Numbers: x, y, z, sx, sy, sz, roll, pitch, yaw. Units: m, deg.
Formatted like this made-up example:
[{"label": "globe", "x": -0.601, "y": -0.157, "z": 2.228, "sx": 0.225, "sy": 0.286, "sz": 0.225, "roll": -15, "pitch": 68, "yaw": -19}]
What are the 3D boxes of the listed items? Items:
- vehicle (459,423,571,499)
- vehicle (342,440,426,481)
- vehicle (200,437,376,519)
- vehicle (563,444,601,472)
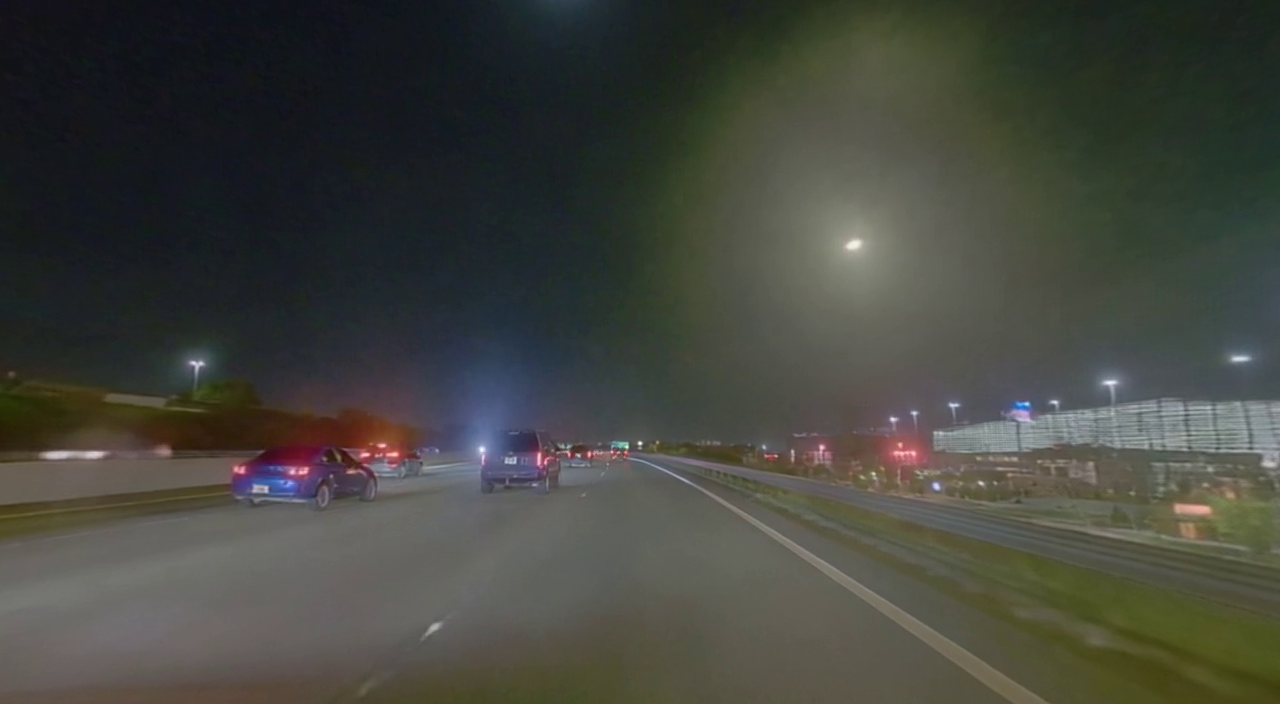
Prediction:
[{"label": "vehicle", "x": -3.595, "y": 3.255, "z": 19.338, "sx": 2.301, "sy": 1.985, "sz": 5.247, "roll": 0, "pitch": -8, "yaw": 1}, {"label": "vehicle", "x": -11.315, "y": 4.796, "z": 28.214, "sx": 1.919, "sy": 1.665, "sz": 4.394, "roll": 0, "pitch": -8, "yaw": -1}, {"label": "vehicle", "x": -7.348, "y": 2.621, "z": 13.609, "sx": 1.796, "sy": 1.509, "sz": 3.393, "roll": 0, "pitch": -8, "yaw": 0}, {"label": "vehicle", "x": -3.494, "y": 6.426, "z": 38.456, "sx": 1.955, "sy": 1.614, "sz": 3.817, "roll": 0, "pitch": -8, "yaw": 0}]
